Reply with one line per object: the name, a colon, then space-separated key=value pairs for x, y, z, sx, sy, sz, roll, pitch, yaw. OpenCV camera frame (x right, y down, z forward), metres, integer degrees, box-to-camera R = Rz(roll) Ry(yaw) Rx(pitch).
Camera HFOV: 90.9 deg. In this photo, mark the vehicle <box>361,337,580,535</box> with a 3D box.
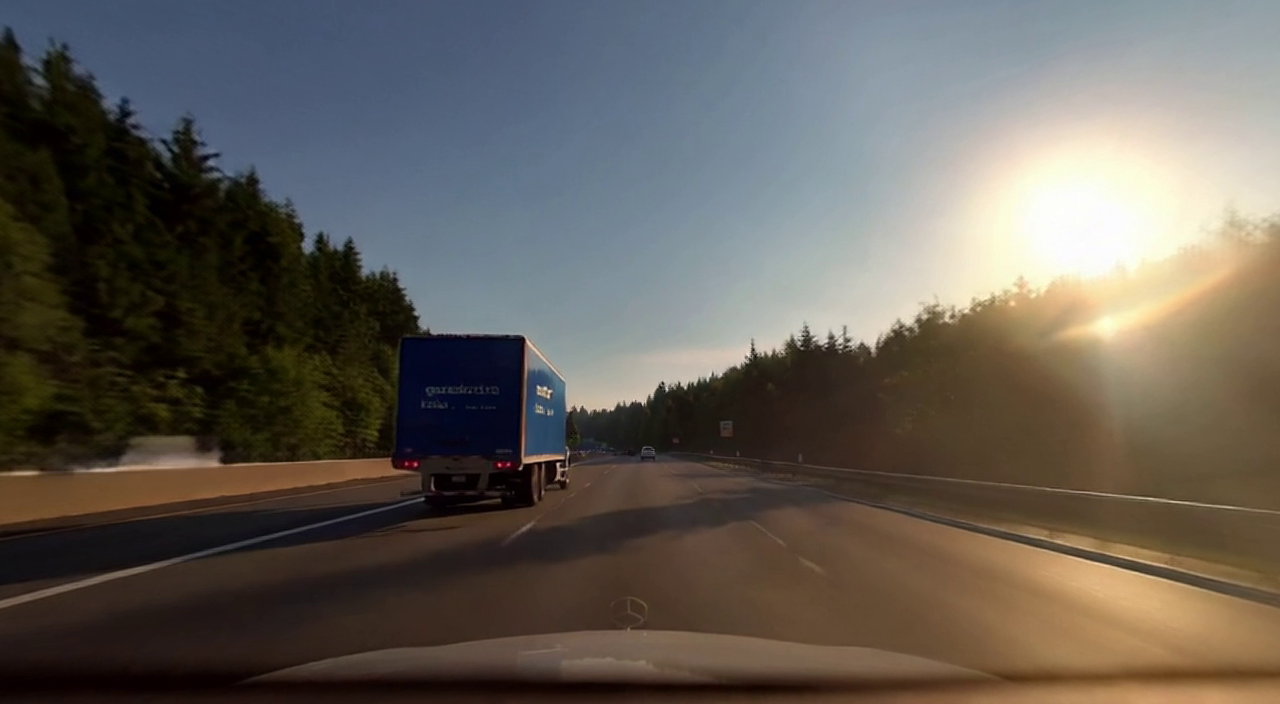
vehicle: x=-2.999 y=1.829 z=13.491 sx=2.695 sy=3.151 sz=6.885 roll=0 pitch=-9 yaw=0
